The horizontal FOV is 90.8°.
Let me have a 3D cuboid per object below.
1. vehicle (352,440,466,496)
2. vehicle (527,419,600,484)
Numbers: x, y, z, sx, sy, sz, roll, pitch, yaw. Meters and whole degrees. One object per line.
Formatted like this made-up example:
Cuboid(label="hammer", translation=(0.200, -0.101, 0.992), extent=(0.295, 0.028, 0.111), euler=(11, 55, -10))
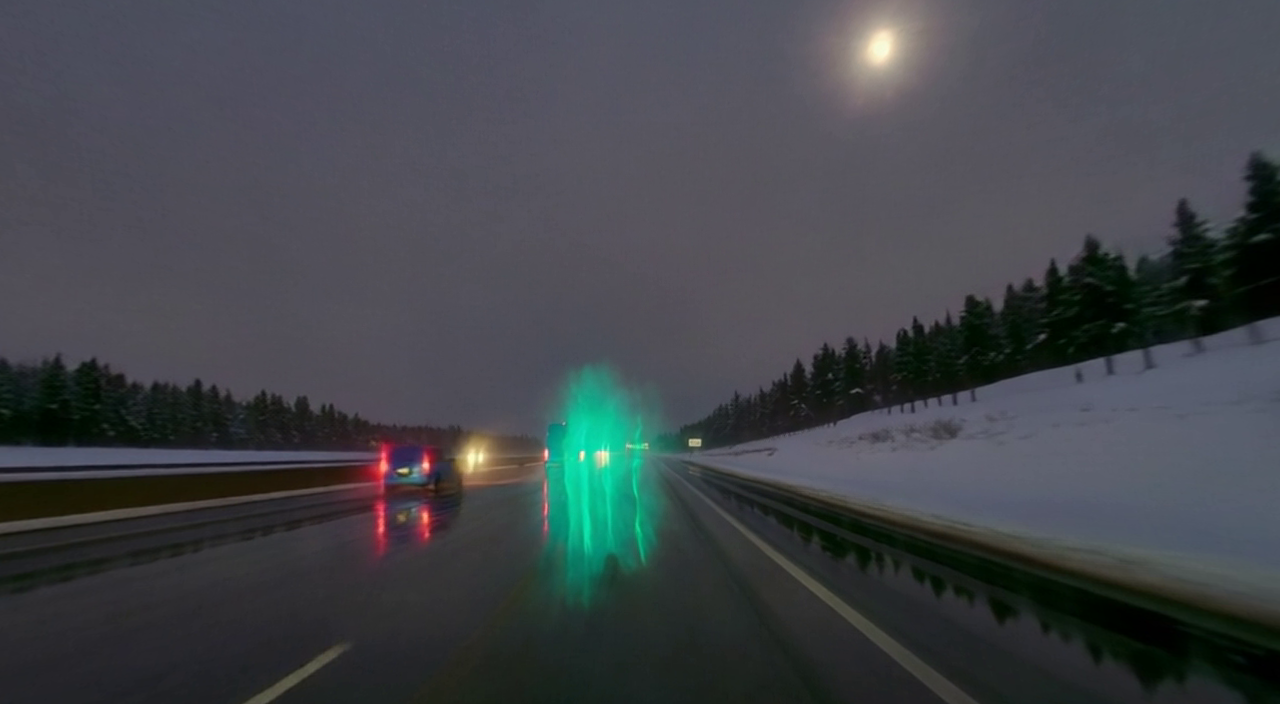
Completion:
Cuboid(label="vehicle", translation=(-7.564, 3.829, 21.206), extent=(2.164, 1.664, 4.252), euler=(0, -9, 1))
Cuboid(label="vehicle", translation=(-3.211, 4.397, 28.016), extent=(2.437, 2.565, 5.829), euler=(0, -9, 1))
